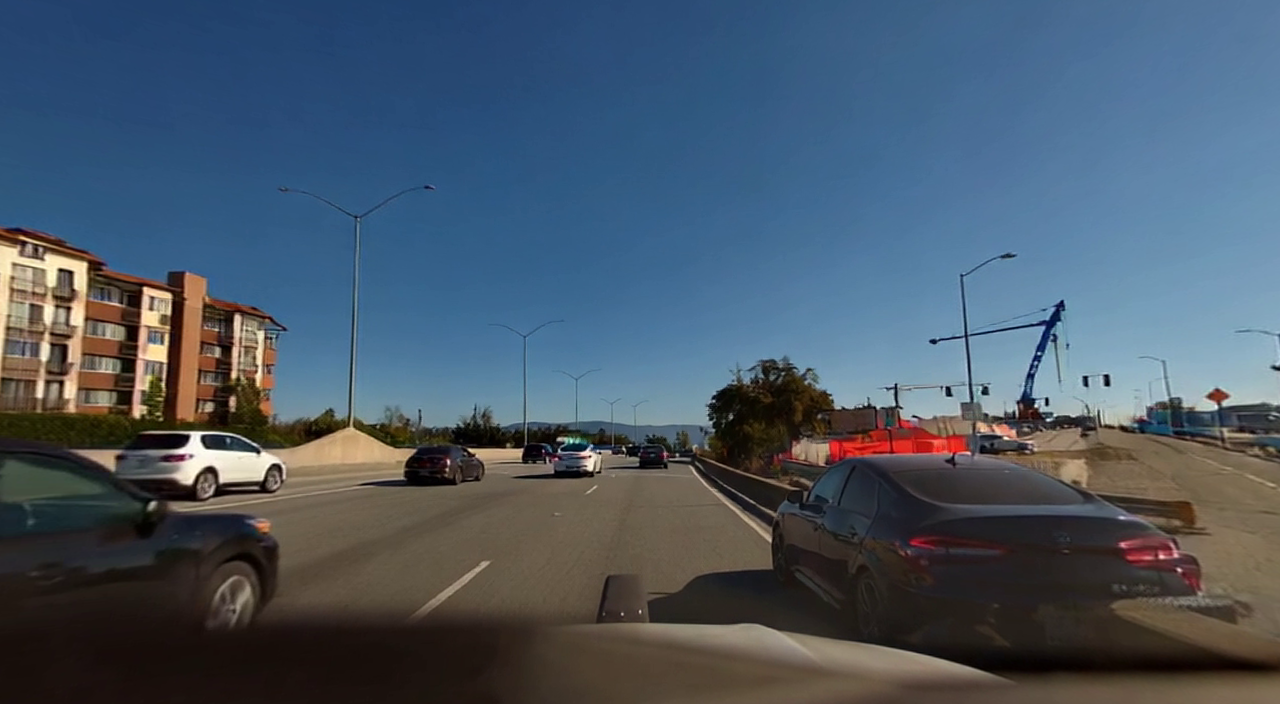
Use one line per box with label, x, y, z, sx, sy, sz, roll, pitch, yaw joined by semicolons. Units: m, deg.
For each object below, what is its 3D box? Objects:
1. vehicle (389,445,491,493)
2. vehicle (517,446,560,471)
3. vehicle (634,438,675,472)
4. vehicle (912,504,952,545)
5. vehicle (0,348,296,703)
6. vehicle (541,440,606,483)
vehicle;-6.774;3.996;21.942;1.959;1.486;4.460;0;-8;2
vehicle;-6.359;6.718;39.964;1.931;1.505;4.386;0;-8;1
vehicle;0.789;5.644;34.725;2.116;1.763;4.352;0;-8;1
vehicle;19.383;11.426;41.903;1.859;1.579;4.190;-6;-2;20
vehicle;-3.686;0.826;2.527;2.045;1.710;4.382;0;-8;1
vehicle;-2.765;4.683;27.307;2.109;1.657;4.554;0;-8;3
